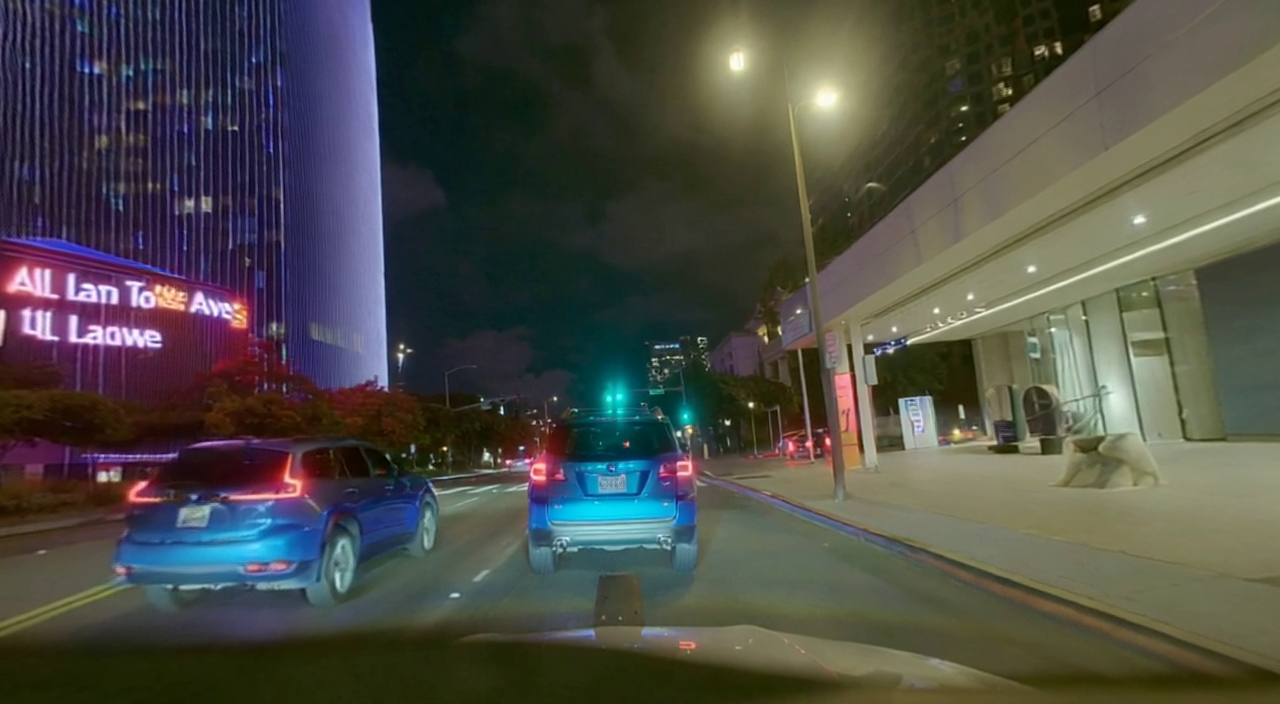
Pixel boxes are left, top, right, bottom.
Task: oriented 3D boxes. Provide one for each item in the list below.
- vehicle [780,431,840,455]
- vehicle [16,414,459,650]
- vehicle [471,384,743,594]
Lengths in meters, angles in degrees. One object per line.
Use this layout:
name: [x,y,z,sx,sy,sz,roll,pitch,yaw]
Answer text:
vehicle: [10.544,5.616,39.007,1.877,1.416,3.965,-8,-11,42]
vehicle: [-3.552,1.623,6.855,1.971,1.658,4.428,0,-8,-2]
vehicle: [-0.388,1.595,8.199,2.531,1.930,4.382,0,-8,-2]
